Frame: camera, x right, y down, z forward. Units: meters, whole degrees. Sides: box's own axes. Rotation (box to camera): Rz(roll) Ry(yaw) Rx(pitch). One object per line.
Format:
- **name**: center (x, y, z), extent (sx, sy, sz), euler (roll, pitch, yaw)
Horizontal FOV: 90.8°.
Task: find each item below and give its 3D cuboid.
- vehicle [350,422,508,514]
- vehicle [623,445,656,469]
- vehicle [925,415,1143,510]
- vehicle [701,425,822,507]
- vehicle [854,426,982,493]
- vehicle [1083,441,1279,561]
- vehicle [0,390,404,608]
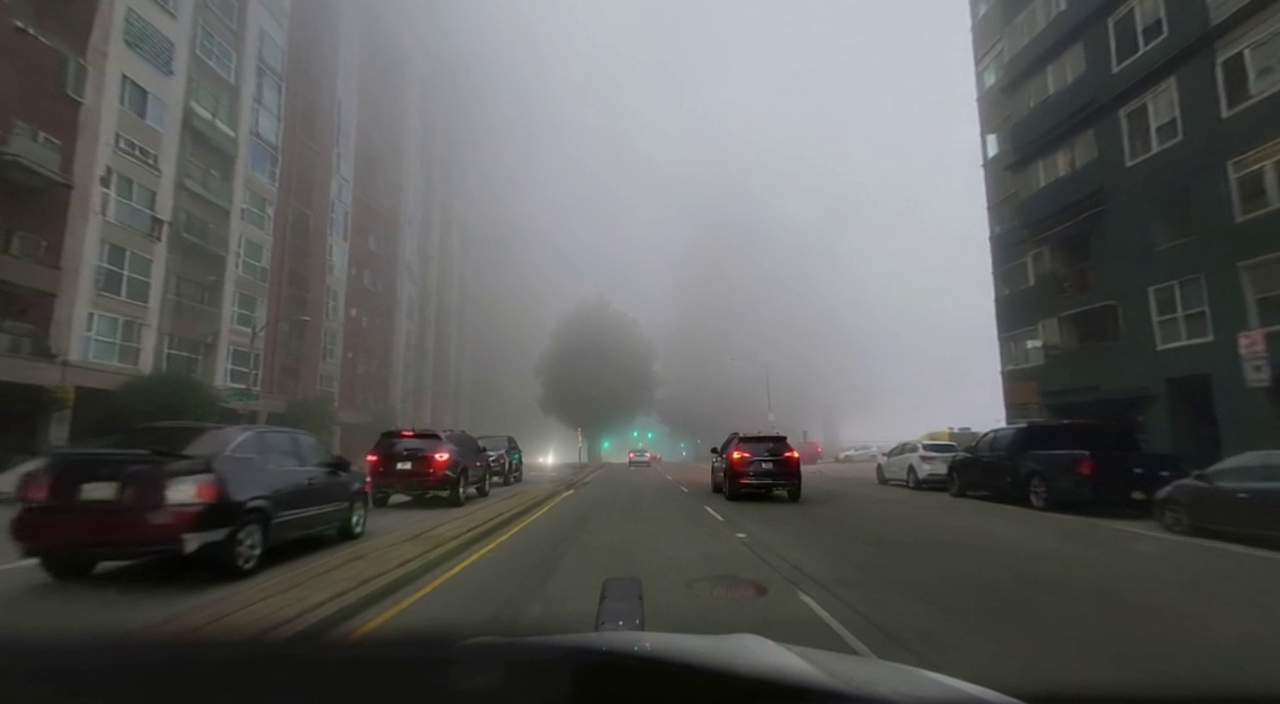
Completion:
- **vehicle**: center (-4.857, 2.722, 15.618), extent (2.009, 1.837, 5.590), euler (0, -8, 0)
- **vehicle**: center (-0.082, 7.121, 42.990), extent (2.059, 1.492, 4.033), euler (0, -8, -2)
- **vehicle**: center (9.032, 2.565, 15.196), extent (1.935, 1.875, 5.051), euler (0, -8, 0)
- **vehicle**: center (3.040, 2.947, 16.970), extent (2.129, 1.844, 4.767), euler (0, -8, -2)
- **vehicle**: center (8.936, 3.456, 20.865), extent (1.939, 1.927, 4.833), euler (0, -8, -1)
- **vehicle**: center (8.929, 1.992, 8.781), extent (1.953, 1.455, 4.883), euler (0, -8, -1)
- **vehicle**: center (-4.981, 1.564, 7.837), extent (2.275, 1.816, 4.923), euler (0, -8, -1)
